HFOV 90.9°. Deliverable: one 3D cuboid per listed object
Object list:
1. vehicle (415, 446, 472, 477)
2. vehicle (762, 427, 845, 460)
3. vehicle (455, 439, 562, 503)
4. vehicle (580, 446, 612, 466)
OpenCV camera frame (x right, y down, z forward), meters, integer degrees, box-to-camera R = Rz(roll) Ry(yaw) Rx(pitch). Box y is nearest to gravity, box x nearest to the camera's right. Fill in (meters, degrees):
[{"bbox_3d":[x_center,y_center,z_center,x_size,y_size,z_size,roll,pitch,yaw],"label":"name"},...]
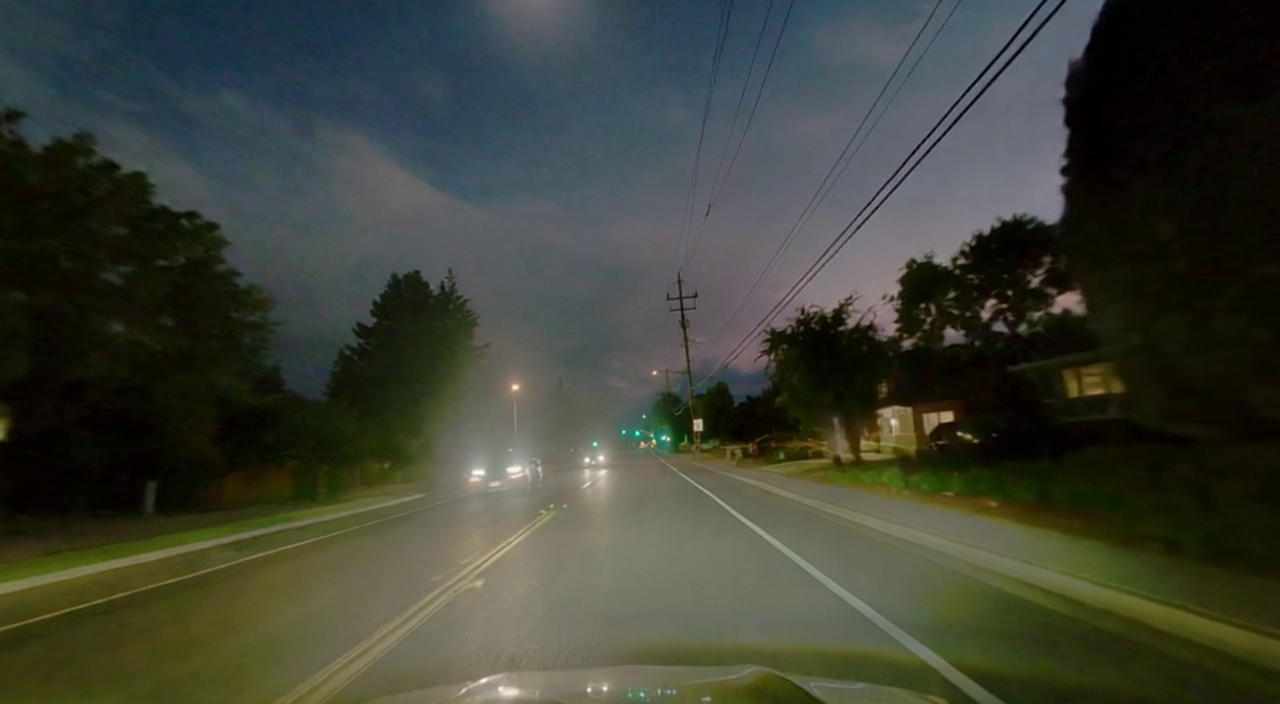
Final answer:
[{"bbox_3d":[-13.153,7.313,42.531,2.053,1.906,4.889,0,-8,3],"label":"vehicle"},{"bbox_3d":[10.331,5.821,40.088,4.626,1.731,2.007,-3,-8,-2],"label":"vehicle"},{"bbox_3d":[-3.631,3.351,18.232,2.102,1.524,4.387,-2,-8,1],"label":"vehicle"},{"bbox_3d":[-3.117,7.524,45.787,1.968,1.394,3.890,-1,-8,1],"label":"vehicle"}]
